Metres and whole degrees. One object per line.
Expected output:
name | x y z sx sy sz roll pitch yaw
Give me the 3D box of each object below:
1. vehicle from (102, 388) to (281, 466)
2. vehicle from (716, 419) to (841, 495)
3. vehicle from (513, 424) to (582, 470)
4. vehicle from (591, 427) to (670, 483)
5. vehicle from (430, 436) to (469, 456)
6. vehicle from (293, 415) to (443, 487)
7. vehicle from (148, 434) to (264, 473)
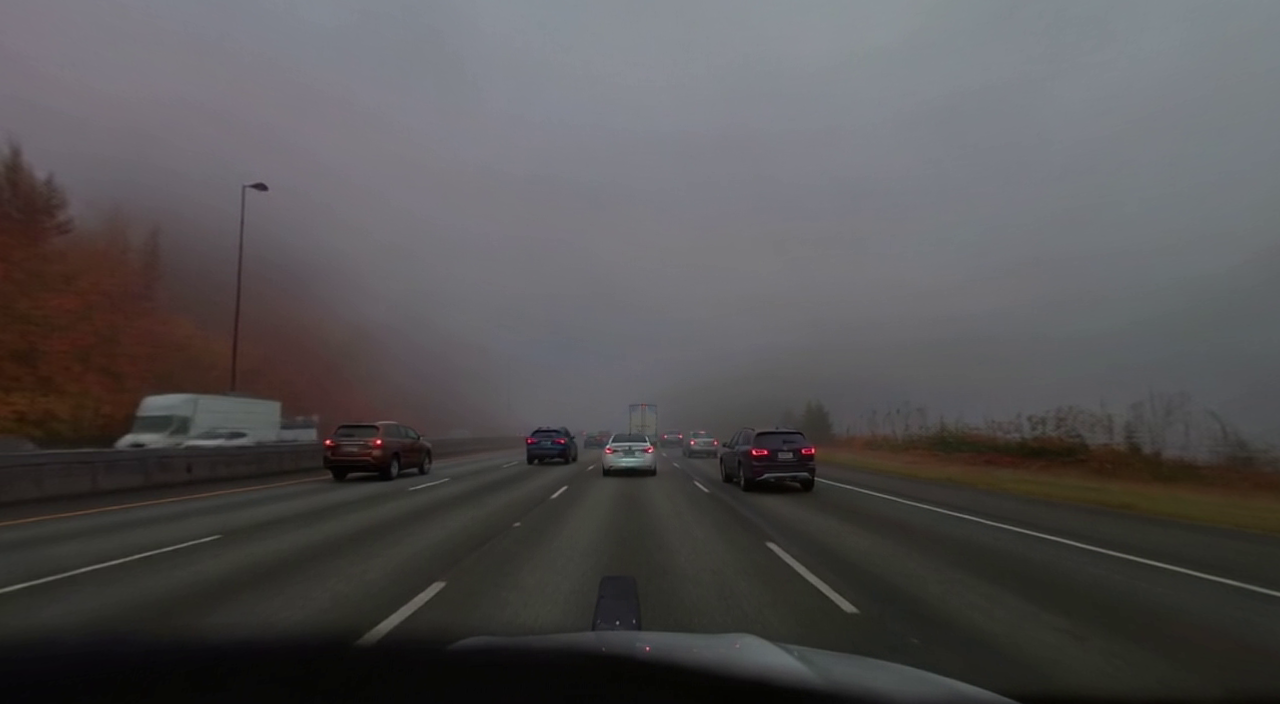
vehicle | -22.684 3.941 32.663 2.912 3.480 8.454 0 -8 1
vehicle | 3.311 2.592 16.019 2.095 1.650 4.331 0 -8 -1
vehicle | -3.612 3.822 25.463 2.064 1.672 4.277 0 -8 1
vehicle | -0.241 3.082 19.158 2.111 1.494 4.364 0 -8 1
vehicle | -14.937 7.399 49.456 1.811 1.478 4.096 0 -8 0
vehicle | -7.485 2.771 17.968 2.117 1.779 4.745 0 -8 1
vehicle | -18.878 4.403 27.638 1.879 1.515 4.479 0 -8 0
